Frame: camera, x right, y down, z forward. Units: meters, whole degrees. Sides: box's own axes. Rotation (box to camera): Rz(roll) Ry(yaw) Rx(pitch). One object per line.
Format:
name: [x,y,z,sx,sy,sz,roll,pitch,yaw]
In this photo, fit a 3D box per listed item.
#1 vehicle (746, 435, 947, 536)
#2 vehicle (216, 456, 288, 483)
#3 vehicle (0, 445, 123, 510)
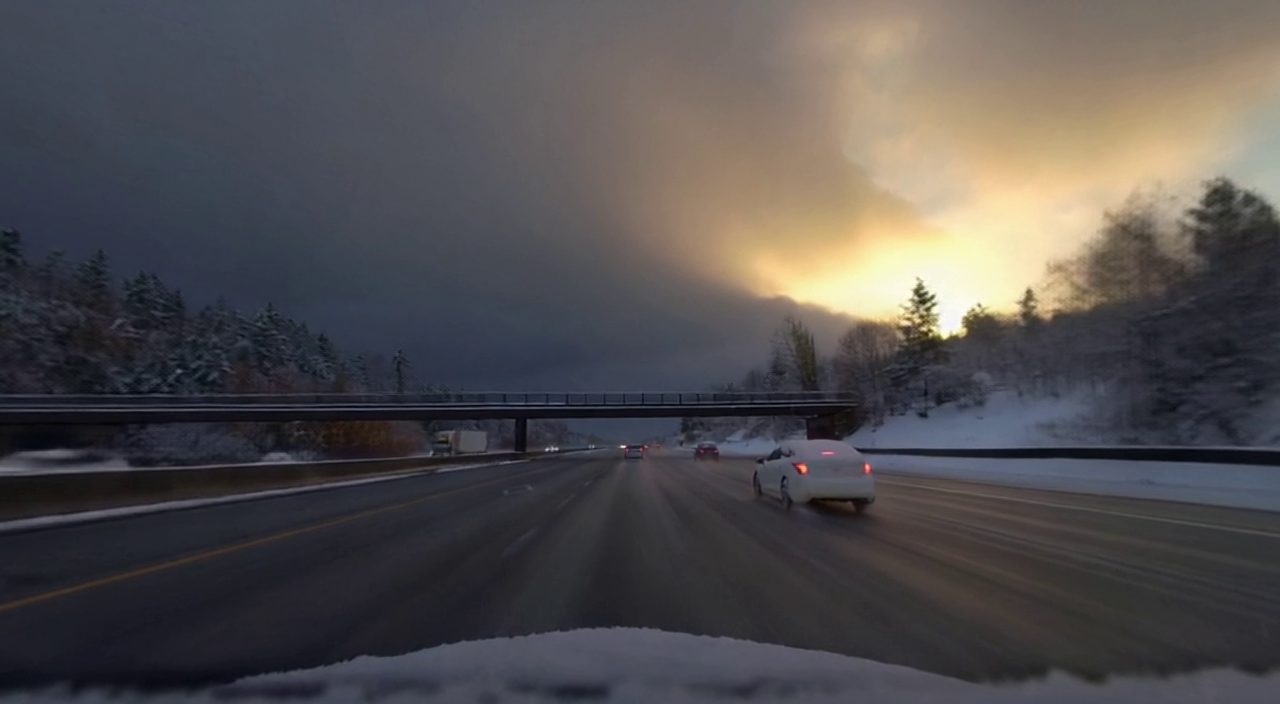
vehicle: [3.461,2.326,11.712,2.076,1.472,4.562,0,-9,-2]
vehicle: [-23.586,7.146,38.570,1.821,1.507,4.069,1,-9,0]
vehicle: [-19.872,3.986,20.462,2.043,1.830,4.879,0,-8,0]
